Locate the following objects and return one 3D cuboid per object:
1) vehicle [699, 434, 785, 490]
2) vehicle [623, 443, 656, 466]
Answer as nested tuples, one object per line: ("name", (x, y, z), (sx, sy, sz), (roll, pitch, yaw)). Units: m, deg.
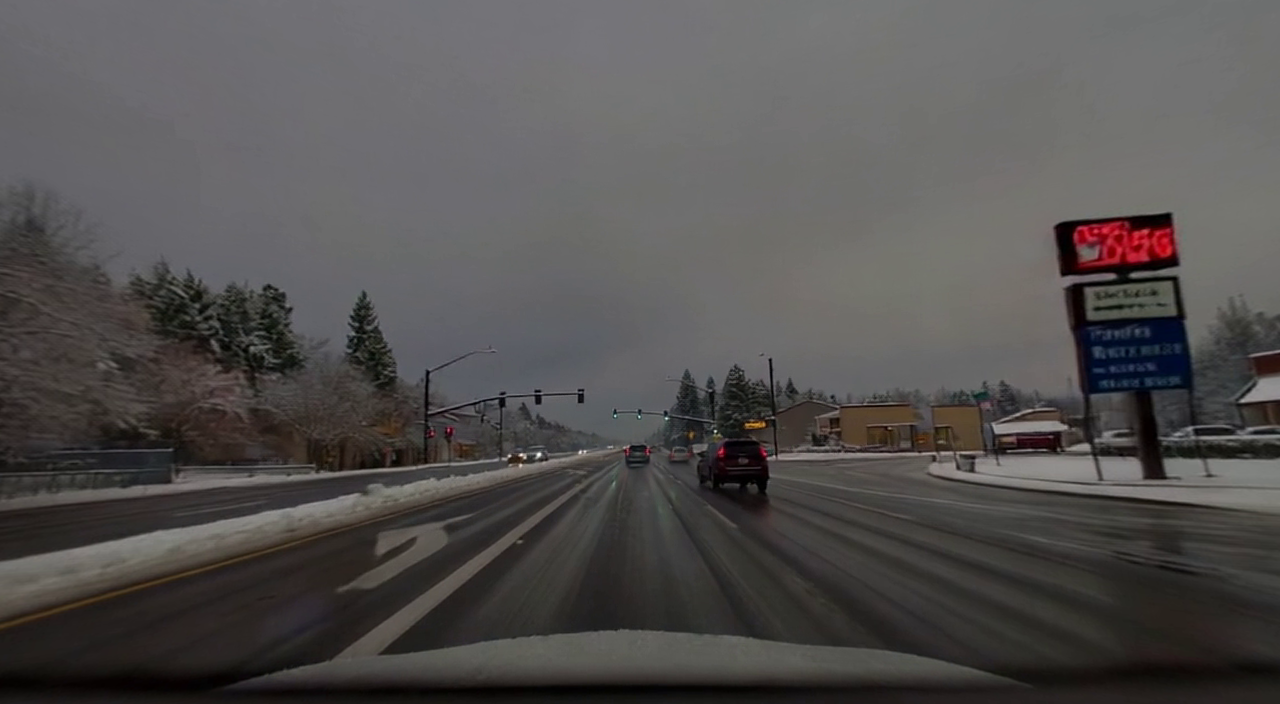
("vehicle", (3.261, 3.633, 21.166), (2.022, 1.643, 4.326), (0, -8, -2))
("vehicle", (-0.055, 7.005, 43.152), (2.135, 1.468, 4.076), (0, -8, -1))
